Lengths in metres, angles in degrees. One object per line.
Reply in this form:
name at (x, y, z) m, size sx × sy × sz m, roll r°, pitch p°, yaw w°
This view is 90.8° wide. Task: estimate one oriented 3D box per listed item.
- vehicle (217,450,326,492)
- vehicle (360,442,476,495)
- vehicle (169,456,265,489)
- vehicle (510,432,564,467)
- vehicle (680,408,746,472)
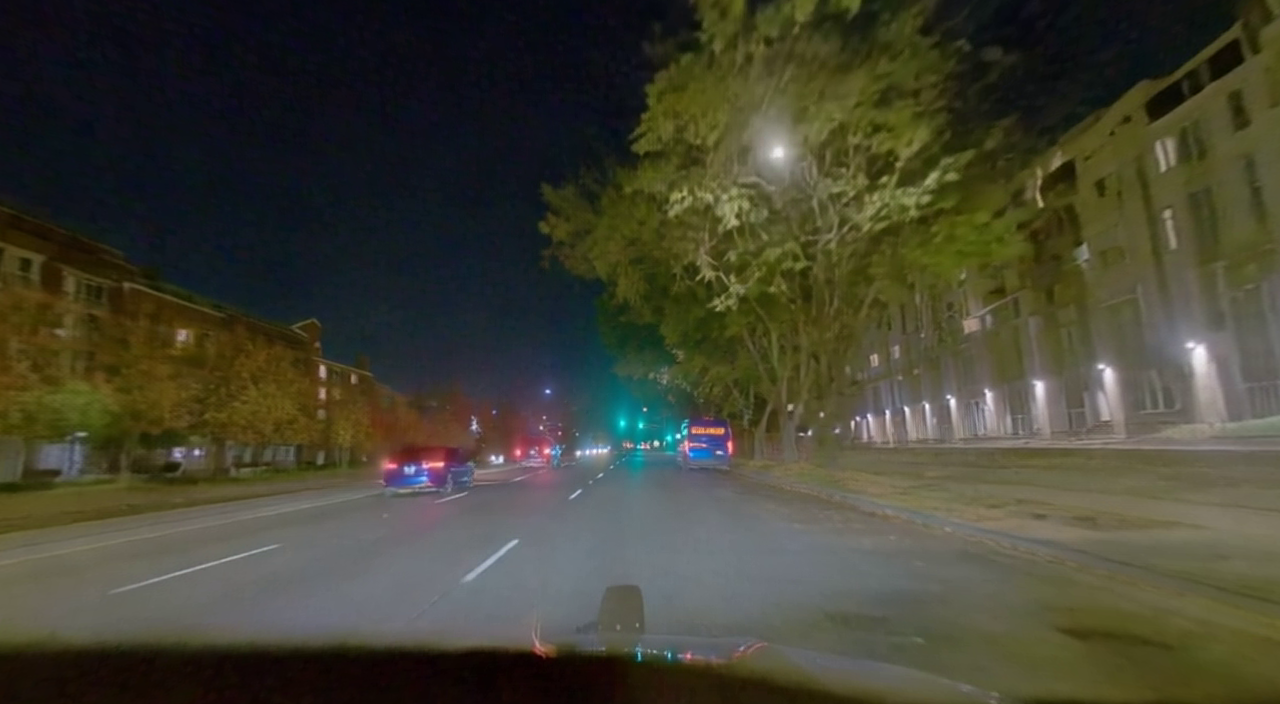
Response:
vehicle at (-15.061, 4.838, 26.129) m, size 1.838 × 1.549 × 4.283 m, roll 0°, pitch -9°, yaw 1°
vehicle at (-6.743, 3.564, 19.790) m, size 1.970 × 1.456 × 4.441 m, roll 0°, pitch -9°, yaw 1°
vehicle at (-21.781, 6.208, 32.786) m, size 1.819 × 1.489 × 4.509 m, roll 0°, pitch -9°, yaw 1°
vehicle at (-6.445, 6.196, 40.122) m, size 2.332 × 2.039 × 5.678 m, roll 0°, pitch -9°, yaw 1°
vehicle at (3.628, 4.559, 32.474) m, size 2.791 × 3.026 × 4.668 m, roll 0°, pitch -9°, yaw 0°
